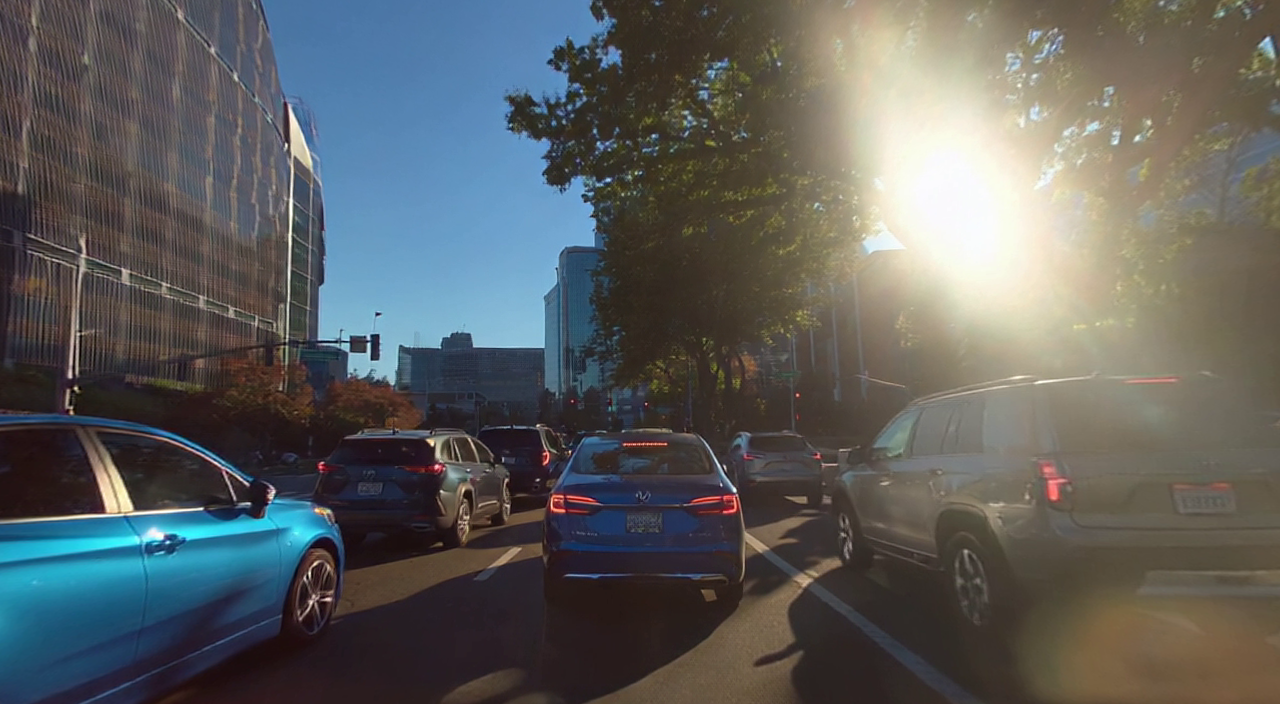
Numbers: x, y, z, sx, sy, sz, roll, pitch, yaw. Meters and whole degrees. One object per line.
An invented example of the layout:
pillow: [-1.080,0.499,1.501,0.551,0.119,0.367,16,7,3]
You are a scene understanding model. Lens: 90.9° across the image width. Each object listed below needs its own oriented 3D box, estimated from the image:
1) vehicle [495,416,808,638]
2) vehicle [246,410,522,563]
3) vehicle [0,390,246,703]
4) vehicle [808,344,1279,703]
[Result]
vehicle: [0.082,1.506,6.389,2.147,1.507,3.953,0,-8,0]
vehicle: [-3.366,1.882,9.553,2.168,1.719,4.561,-1,-9,1]
vehicle: [-3.397,0.751,1.242,2.144,1.505,4.635,-1,-9,2]
vehicle: [3.052,1.163,5.100,2.108,1.785,4.334,0,-9,-1]
